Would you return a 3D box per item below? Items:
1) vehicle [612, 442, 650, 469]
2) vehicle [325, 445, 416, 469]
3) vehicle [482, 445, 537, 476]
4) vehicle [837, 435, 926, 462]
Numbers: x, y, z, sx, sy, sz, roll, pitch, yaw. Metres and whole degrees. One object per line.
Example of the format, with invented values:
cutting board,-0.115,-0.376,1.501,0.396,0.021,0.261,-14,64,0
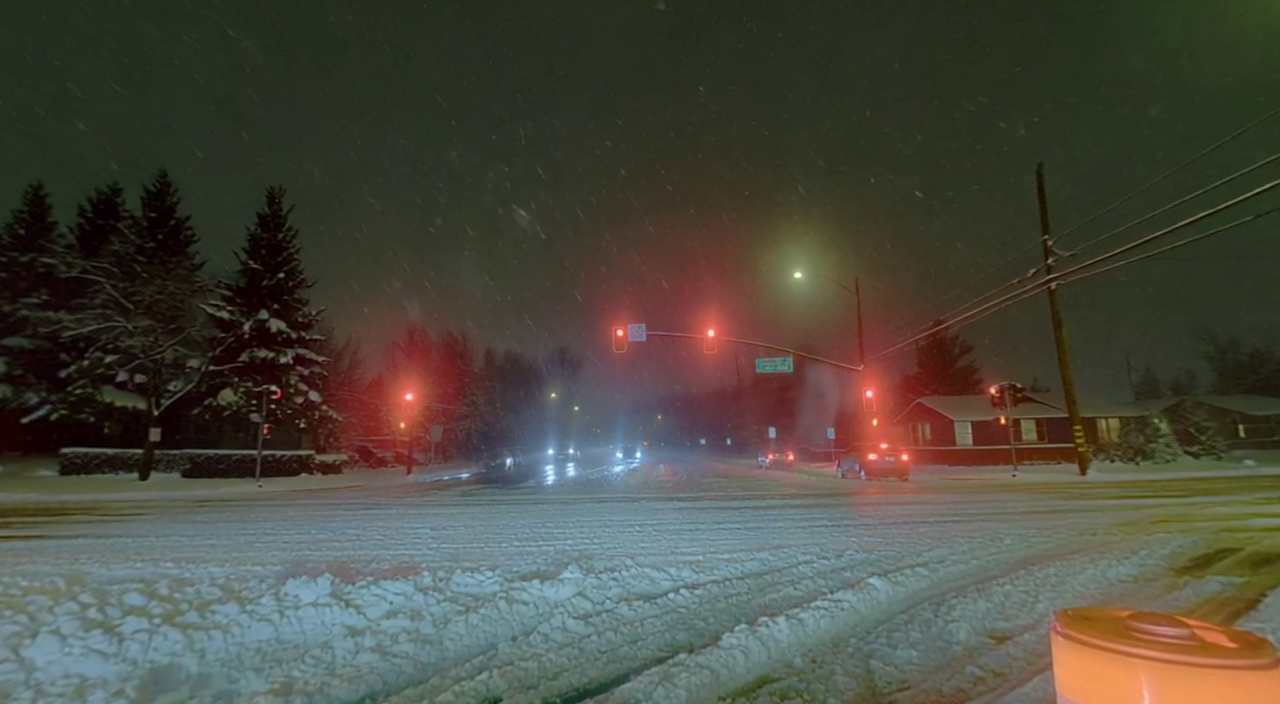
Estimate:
vehicle,-0.511,6.103,37.364,2.105,1.457,4.173,0,-8,-1
vehicle,-16.391,6.397,38.601,4.713,1.409,1.918,0,-8,-2
vehicle,-6.614,5.528,32.406,1.881,1.452,4.121,0,-8,0
vehicle,15.363,6.178,40.321,4.892,1.656,1.856,0,-8,0
